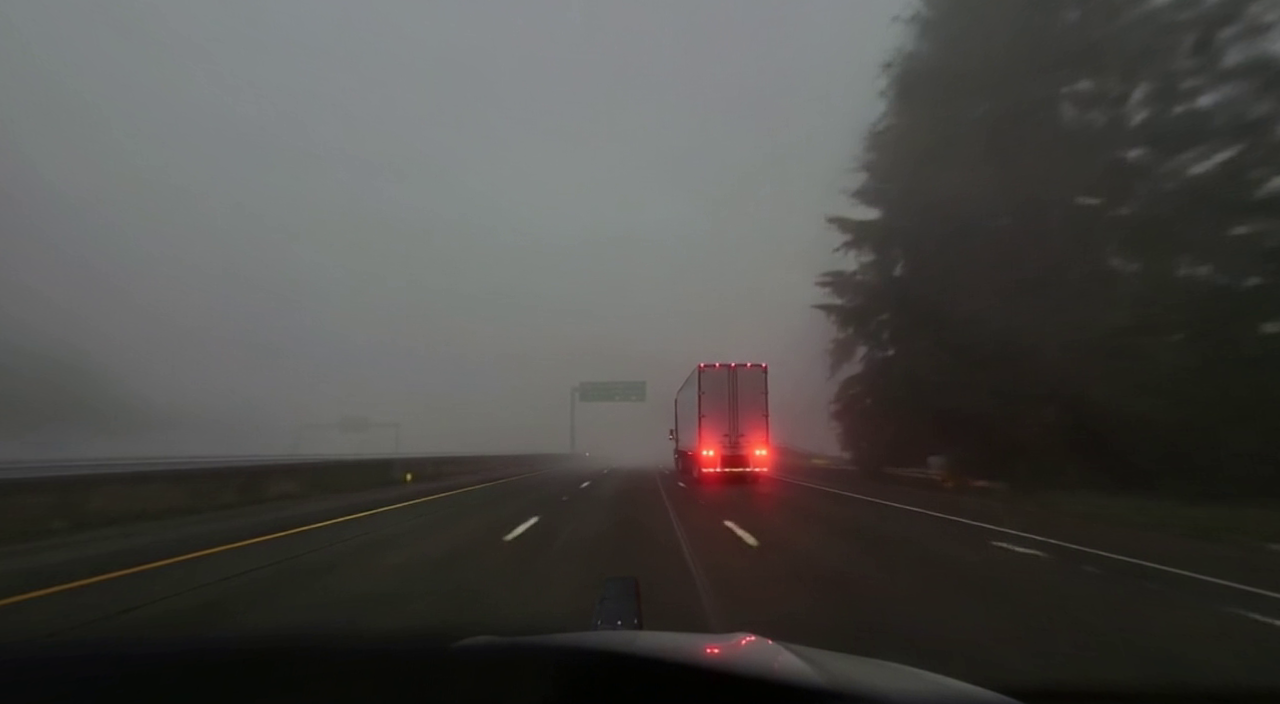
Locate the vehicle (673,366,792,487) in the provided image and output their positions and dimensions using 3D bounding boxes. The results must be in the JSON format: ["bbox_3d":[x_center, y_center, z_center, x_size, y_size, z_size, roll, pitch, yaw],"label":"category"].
[{"bbox_3d":[3.426,3.582,28.186,3.244,4.020,14.561,0,-9,0],"label":"vehicle"}]
